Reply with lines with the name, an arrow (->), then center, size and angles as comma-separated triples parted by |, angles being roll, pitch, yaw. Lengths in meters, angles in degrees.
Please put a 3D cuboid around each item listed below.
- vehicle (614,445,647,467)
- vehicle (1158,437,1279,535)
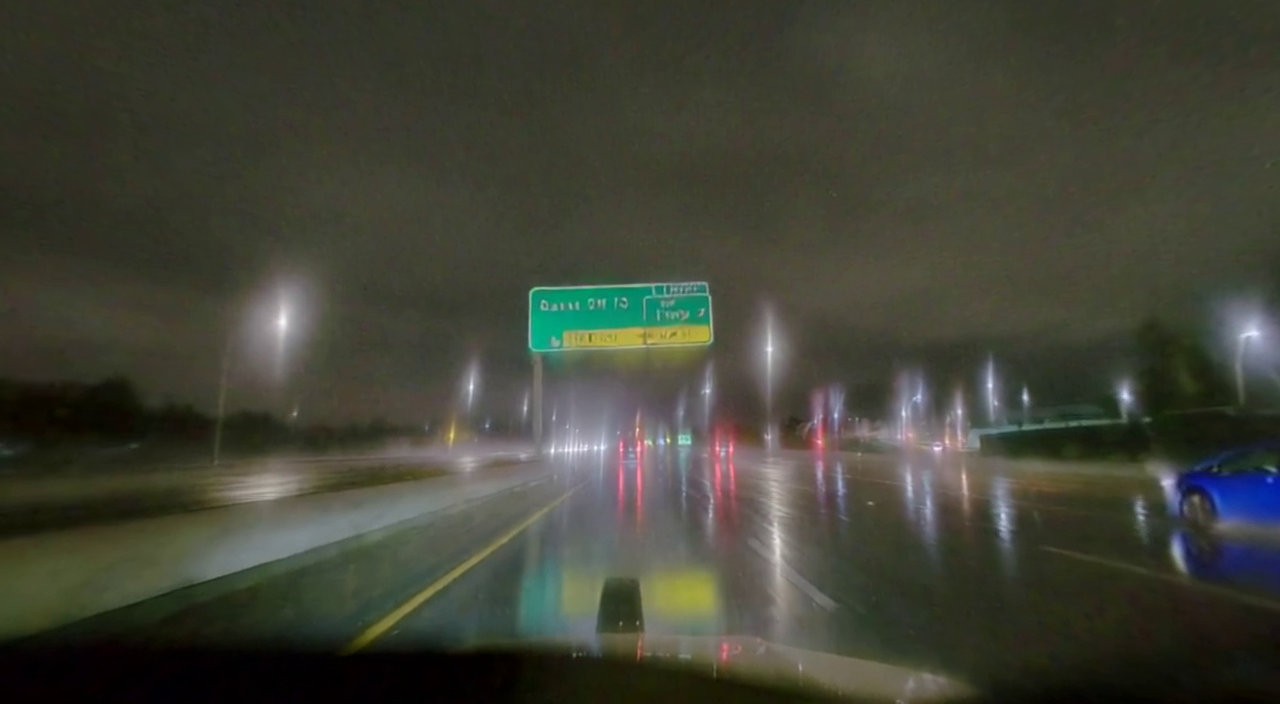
vehicle -> -0.579, 6.614, 40.368 | 2.004, 1.259, 3.781 | 0, -8, 0
vehicle -> 10.814, 2.032, 9.470 | 2.024, 1.481, 4.747 | 0, -8, -1
